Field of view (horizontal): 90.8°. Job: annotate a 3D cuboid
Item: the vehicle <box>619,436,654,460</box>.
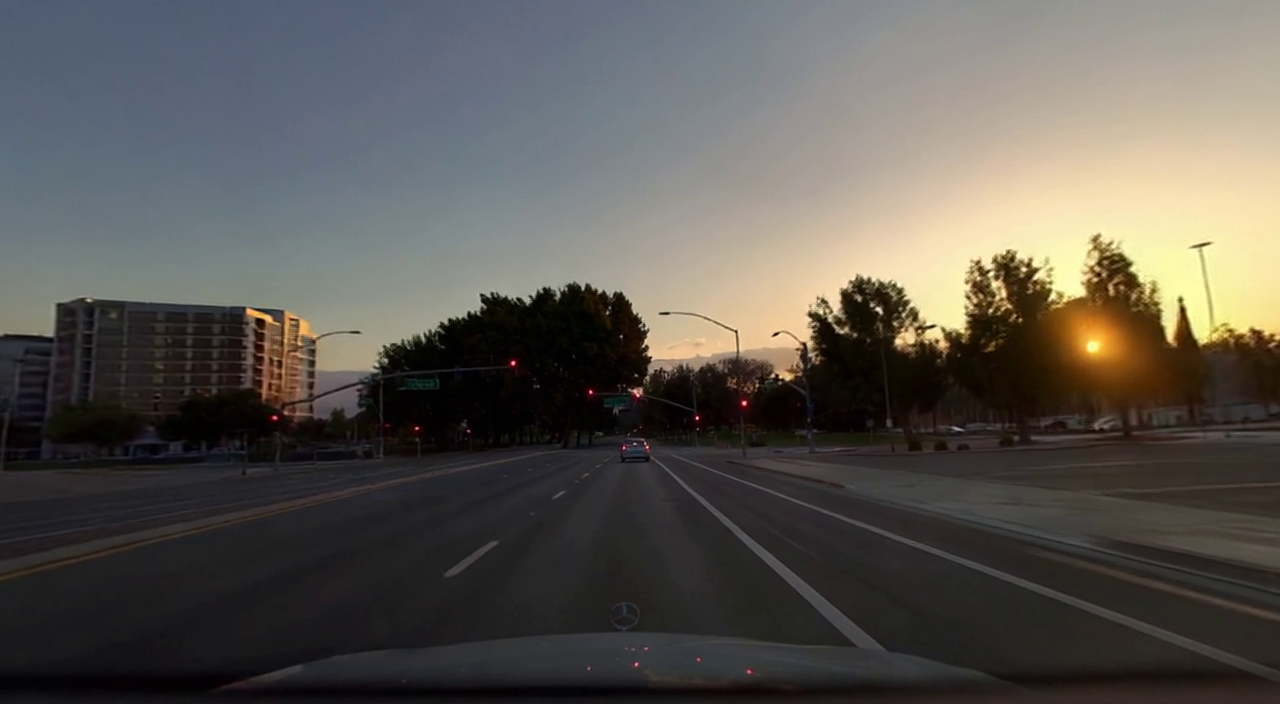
[{"bbox_3d":[-0.224,6.099,40.116,2.107,1.470,3.974,0,-9,-1],"label":"vehicle"}]
